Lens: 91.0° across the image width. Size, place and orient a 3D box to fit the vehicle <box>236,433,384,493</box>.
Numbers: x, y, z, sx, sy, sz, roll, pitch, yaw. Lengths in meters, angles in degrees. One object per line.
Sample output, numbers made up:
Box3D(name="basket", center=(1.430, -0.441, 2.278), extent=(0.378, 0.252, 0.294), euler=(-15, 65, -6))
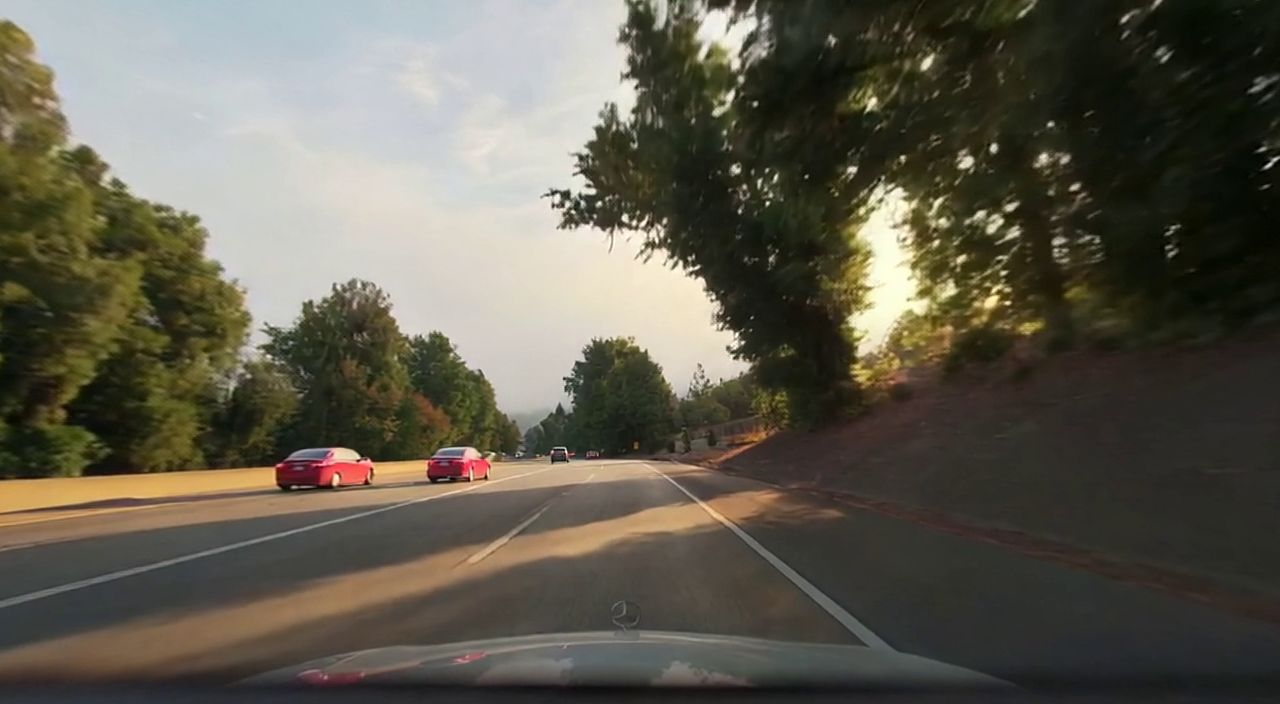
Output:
Box3D(name="vehicle", center=(-11.809, 4.011, 23.190), extent=(2.425, 1.926, 5.584), euler=(0, -9, 0))

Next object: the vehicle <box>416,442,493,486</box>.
Box3D(name="vehicle", center=(-7.789, 4.728, 26.913), extent=(2.060, 1.680, 4.255), euler=(0, -9, -1))
